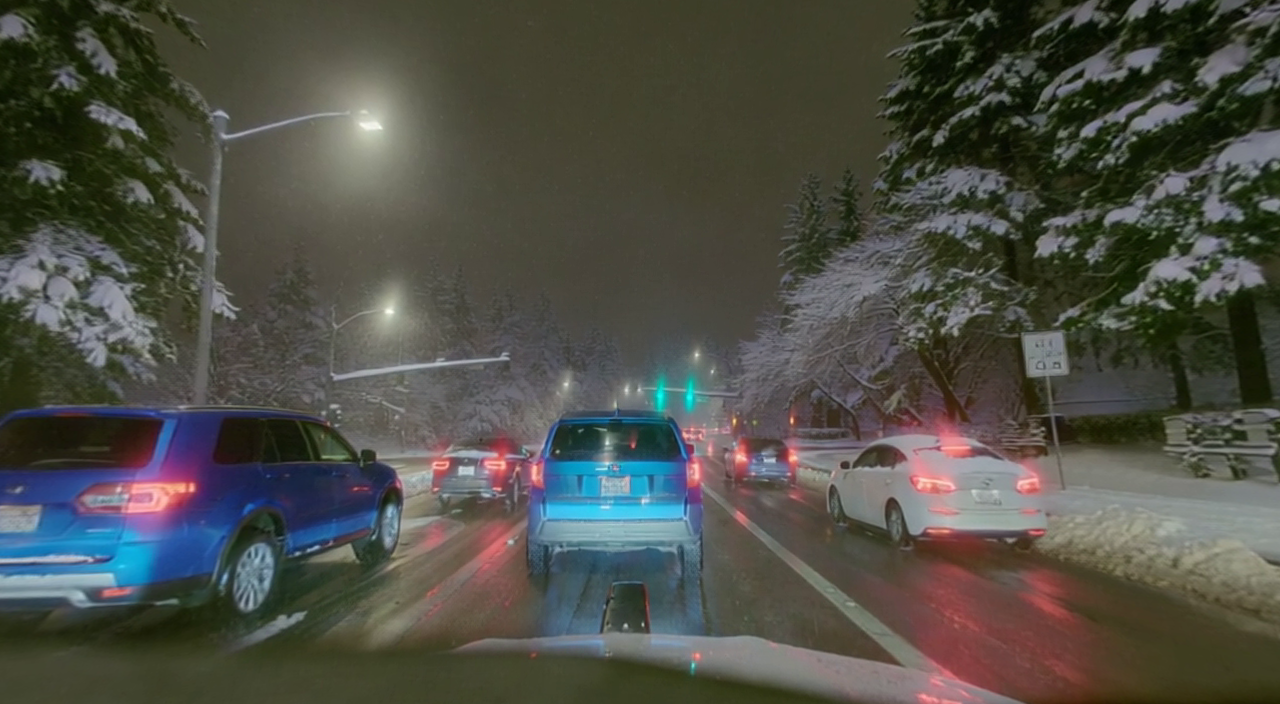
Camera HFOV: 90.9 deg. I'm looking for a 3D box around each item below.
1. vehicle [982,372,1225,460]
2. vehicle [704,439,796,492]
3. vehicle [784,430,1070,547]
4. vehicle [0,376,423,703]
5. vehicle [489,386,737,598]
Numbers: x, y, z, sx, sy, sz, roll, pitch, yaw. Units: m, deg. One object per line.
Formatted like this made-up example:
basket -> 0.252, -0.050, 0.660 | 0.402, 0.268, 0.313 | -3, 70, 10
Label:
vehicle -> 17.889, 2.539, 24.681 | 7.314, 3.230, 2.680 | 0, -8, -2
vehicle -> 3.271, 3.466, 19.686 | 1.996, 1.443, 4.270 | 0, -8, -1
vehicle -> 4.302, 2.107, 10.557 | 2.036, 1.480, 4.659 | 1, -9, -9
vehicle -> -3.709, 1.298, 5.493 | 2.039, 1.709, 4.265 | 0, -8, 1
vehicle -> -0.224, 1.535, 7.758 | 2.132, 1.816, 4.471 | 0, -8, 0
